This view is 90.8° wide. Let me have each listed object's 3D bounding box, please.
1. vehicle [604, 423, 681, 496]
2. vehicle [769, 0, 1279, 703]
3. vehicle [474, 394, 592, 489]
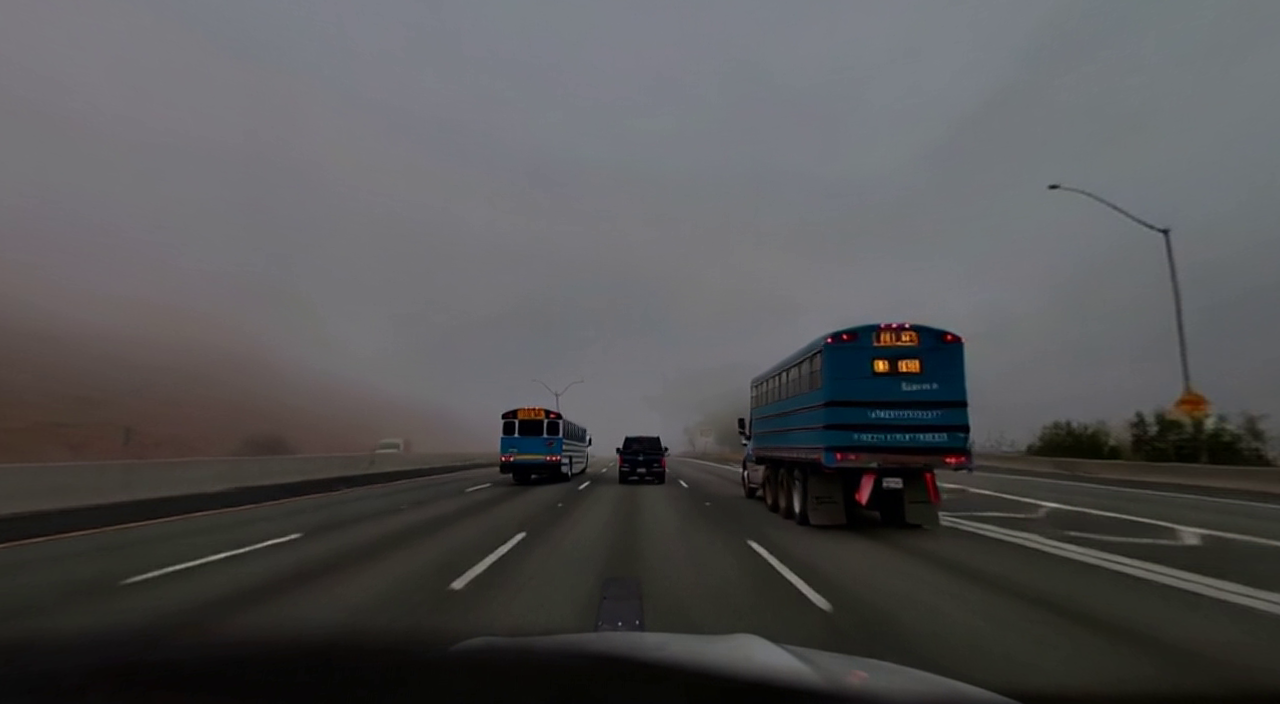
[{"bbox_3d":[0.013,3.184,18.998,2.037,1.929,4.343,0,-9,-1],"label":"vehicle"},{"bbox_3d":[4.089,0.219,5.544,3.006,4.101,13.245,0,-9,0],"label":"vehicle"},{"bbox_3d":[-3.730,3.455,24.253,2.947,3.009,7.991,0,-9,1],"label":"vehicle"}]
